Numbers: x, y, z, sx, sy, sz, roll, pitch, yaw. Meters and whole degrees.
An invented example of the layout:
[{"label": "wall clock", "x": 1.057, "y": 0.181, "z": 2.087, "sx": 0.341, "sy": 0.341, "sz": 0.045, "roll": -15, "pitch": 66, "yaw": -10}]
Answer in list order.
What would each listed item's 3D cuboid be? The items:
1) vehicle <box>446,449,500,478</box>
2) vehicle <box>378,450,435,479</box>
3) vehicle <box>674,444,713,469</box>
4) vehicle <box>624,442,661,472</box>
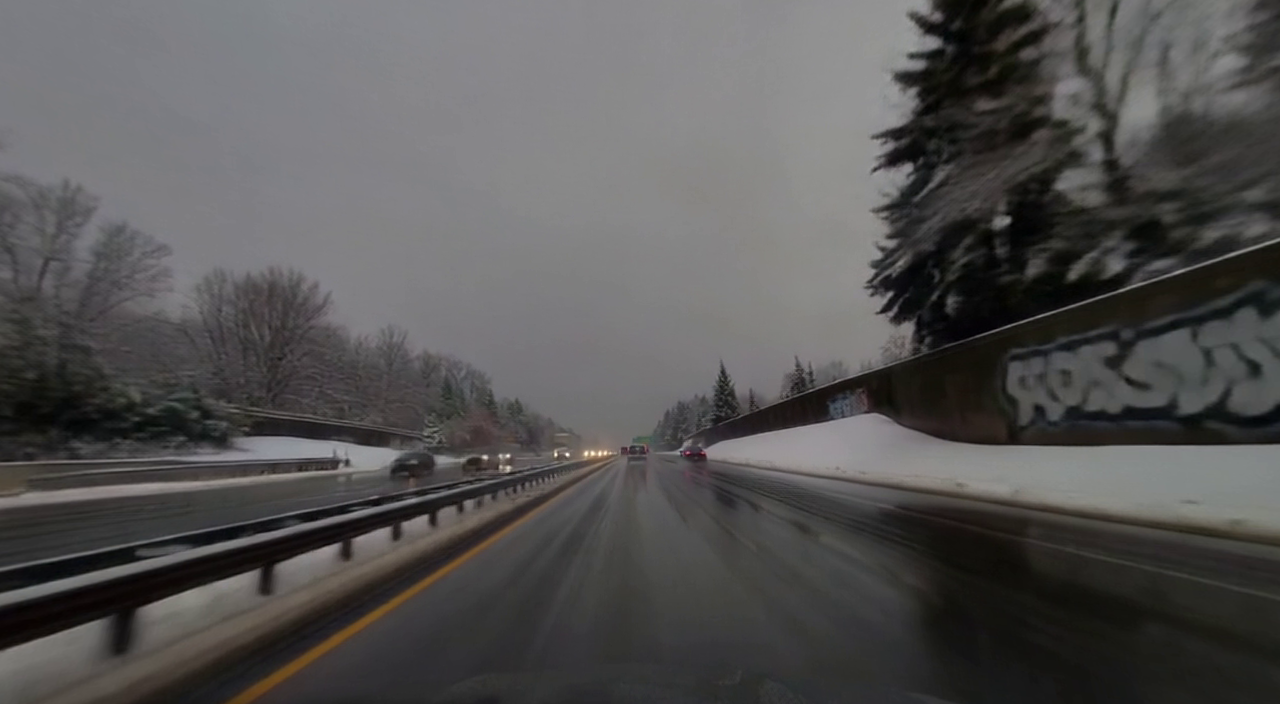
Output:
[{"label": "vehicle", "x": -9.775, "y": 6.549, "z": 37.068, "sx": 2.015, "sy": 1.617, "sz": 4.274, "roll": -1, "pitch": -9, "yaw": 0}, {"label": "vehicle", "x": -14.146, "y": 6.805, "z": 38.211, "sx": 1.877, "sy": 1.588, "sz": 4.079, "roll": -1, "pitch": -9, "yaw": 0}, {"label": "vehicle", "x": 3.618, "y": 7.165, "z": 43.112, "sx": 2.303, "sy": 1.614, "sz": 4.154, "roll": 0, "pitch": -9, "yaw": 0}, {"label": "vehicle", "x": 0.122, "y": 6.454, "z": 38.699, "sx": 2.095, "sy": 1.671, "sz": 4.219, "roll": 0, "pitch": -9, "yaw": -1}]
